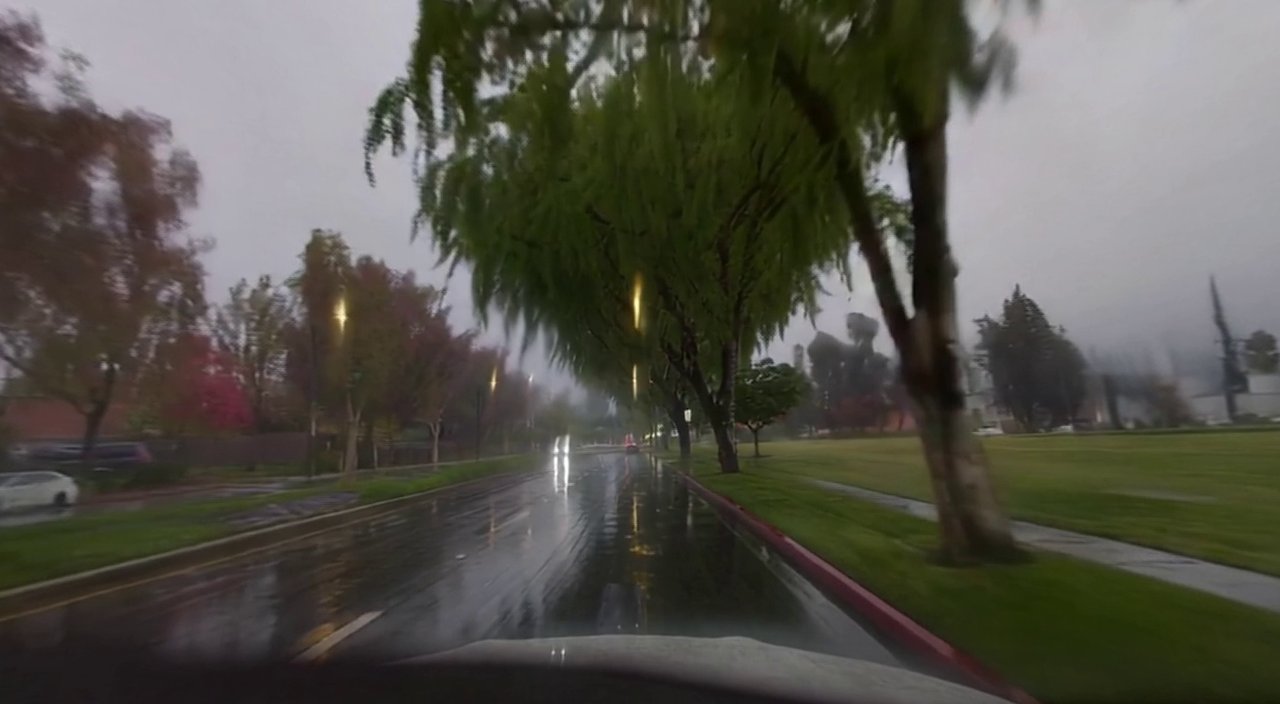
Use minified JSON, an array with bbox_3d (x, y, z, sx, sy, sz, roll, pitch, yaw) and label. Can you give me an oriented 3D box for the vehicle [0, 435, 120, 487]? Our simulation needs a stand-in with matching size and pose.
[{"bbox_3d":[-24.679,4.373,25.524,5.409,1.967,2.123,0,-8,-1],"label":"vehicle"}]
